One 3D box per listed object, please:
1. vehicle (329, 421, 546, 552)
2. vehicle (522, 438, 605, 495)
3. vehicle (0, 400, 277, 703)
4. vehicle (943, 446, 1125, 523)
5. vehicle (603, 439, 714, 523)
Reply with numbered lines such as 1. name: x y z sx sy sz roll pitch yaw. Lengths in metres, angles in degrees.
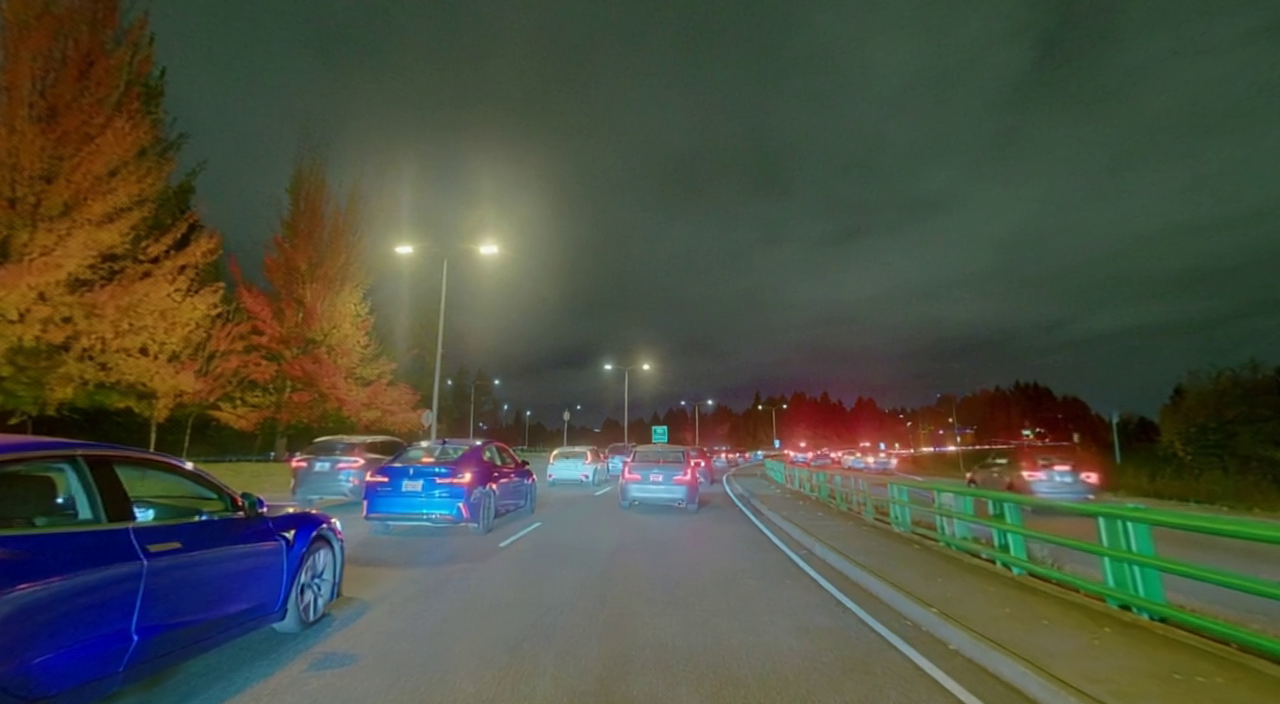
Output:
1. vehicle: -2.974 2.085 10.487 1.979 1.663 4.513 0 -9 2
2. vehicle: -2.357 3.692 20.667 1.930 1.635 4.260 0 -9 3
3. vehicle: -3.491 0.882 2.104 1.921 1.503 4.317 0 -9 1
4. vehicle: 10.525 3.506 17.397 2.121 1.777 4.755 0 -9 3
5. vehicle: 0.428 2.687 13.714 2.015 1.506 4.276 0 -9 2
